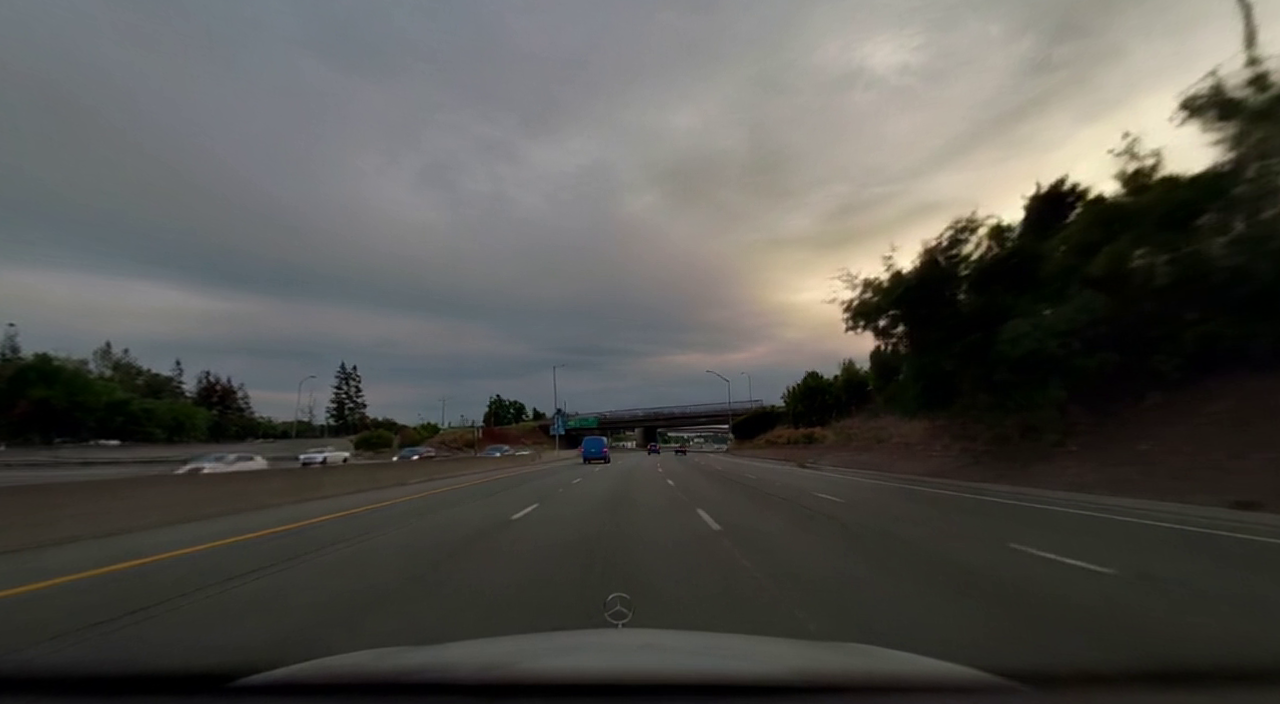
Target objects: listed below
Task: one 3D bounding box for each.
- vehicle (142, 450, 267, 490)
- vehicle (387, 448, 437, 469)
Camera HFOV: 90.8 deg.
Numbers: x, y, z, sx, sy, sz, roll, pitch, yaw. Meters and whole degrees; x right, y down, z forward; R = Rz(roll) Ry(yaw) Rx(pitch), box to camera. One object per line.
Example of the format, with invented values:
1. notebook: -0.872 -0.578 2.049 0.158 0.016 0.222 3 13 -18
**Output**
1. vehicle: -17.976 4.857 26.395 1.969 1.480 4.473 0 -8 1
2. vehicle: -17.263 8.087 48.020 1.905 1.474 4.495 -1 -8 3
